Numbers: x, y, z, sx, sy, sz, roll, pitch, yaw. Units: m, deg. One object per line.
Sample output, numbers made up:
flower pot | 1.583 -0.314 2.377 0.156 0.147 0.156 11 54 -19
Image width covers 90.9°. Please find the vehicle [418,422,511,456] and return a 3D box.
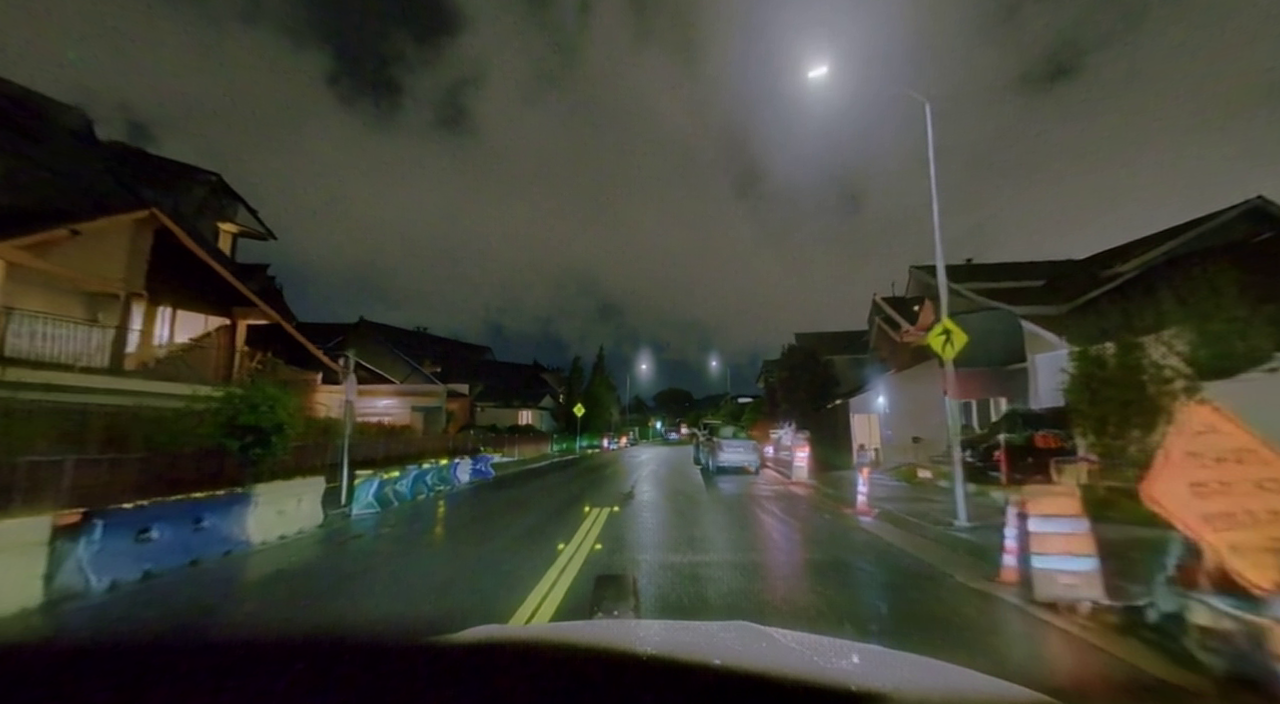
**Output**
vehicle | -9.297 4.634 33.535 4.205 1.745 2.121 -1 -8 6

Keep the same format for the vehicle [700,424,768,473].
vehicle | 3.073 3.223 21.303 1.998 1.494 3.927 -1 -8 5

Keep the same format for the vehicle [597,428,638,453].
vehicle | -1.346 5.586 39.941 1.972 1.499 4.191 -1 -8 7
